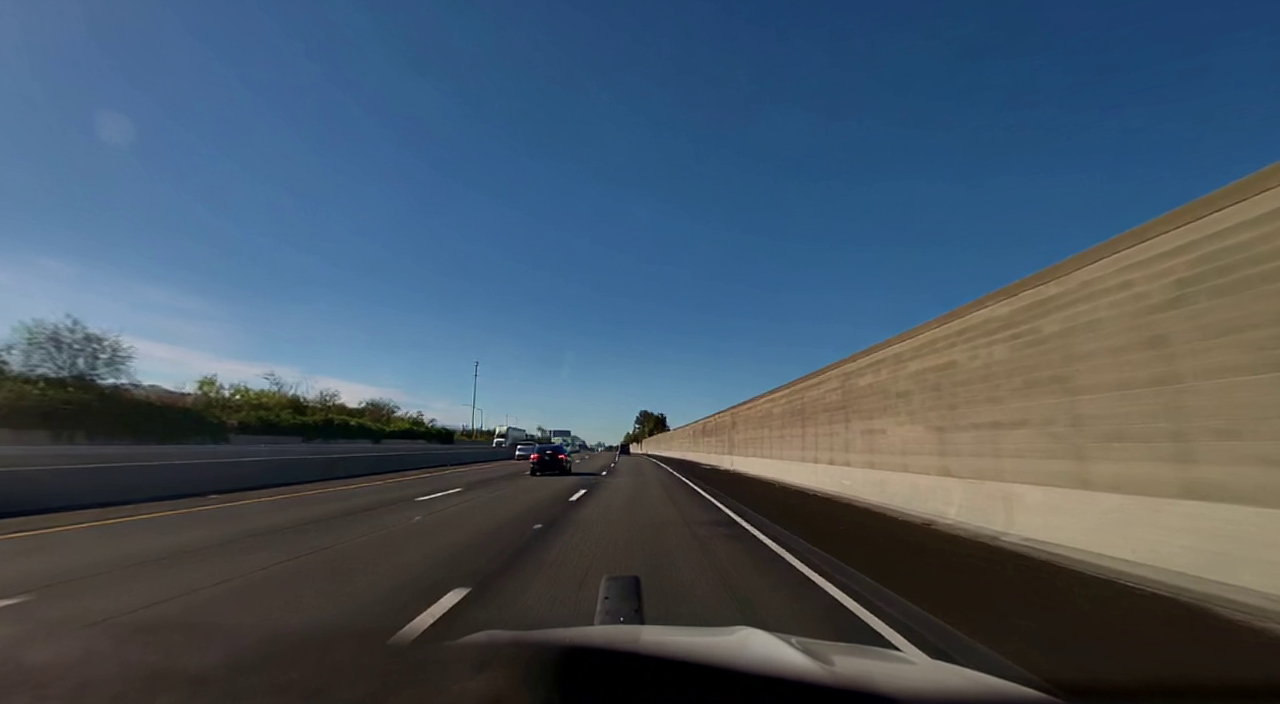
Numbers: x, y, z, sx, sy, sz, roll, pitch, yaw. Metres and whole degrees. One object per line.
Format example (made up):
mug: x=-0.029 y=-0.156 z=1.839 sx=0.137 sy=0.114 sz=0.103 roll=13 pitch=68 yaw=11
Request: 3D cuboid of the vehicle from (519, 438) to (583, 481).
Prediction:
vehicle: x=-3.774 y=4.656 z=27.478 sx=2.133 sy=1.683 sz=4.340 roll=1 pitch=-9 yaw=0
